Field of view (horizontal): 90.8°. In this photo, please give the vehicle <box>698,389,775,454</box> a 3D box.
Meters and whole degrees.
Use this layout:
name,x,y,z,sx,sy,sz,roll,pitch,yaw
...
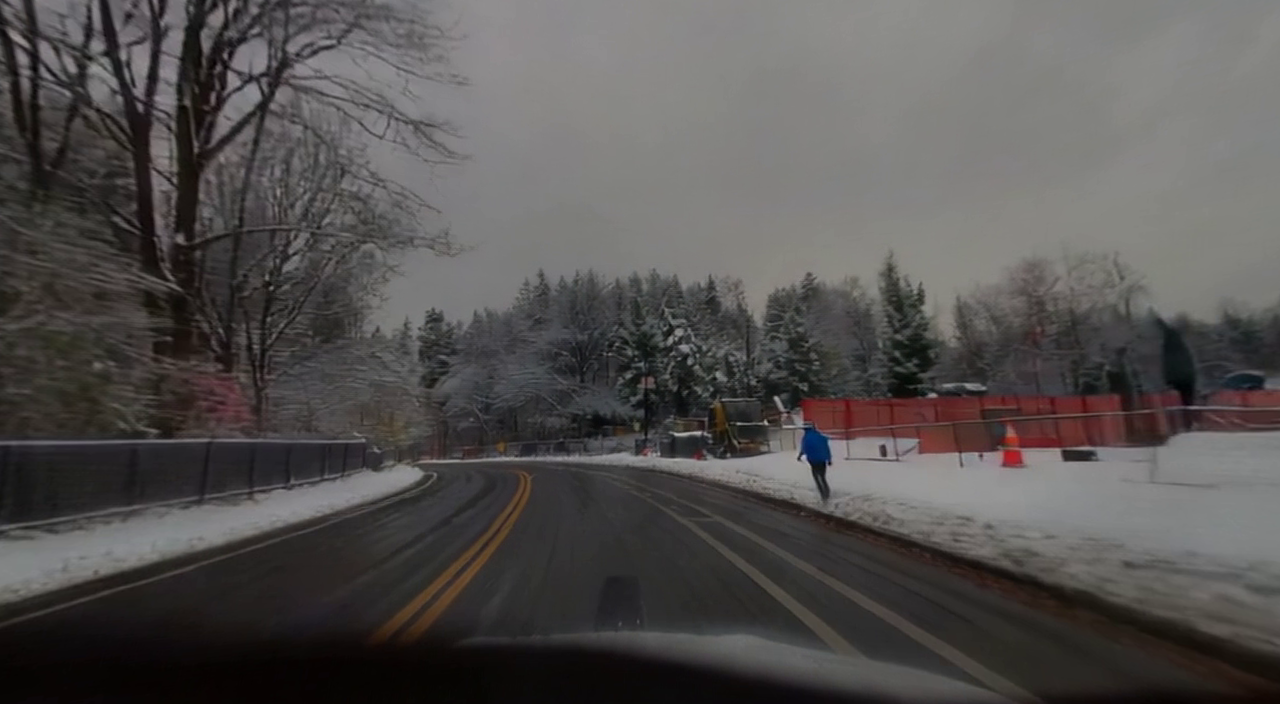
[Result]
name,x,y,z,sx,sy,sz,roll,pitch,yaw
vehicle,5.958,4.687,41.196,2.984,3.691,10.409,0,-8,-2

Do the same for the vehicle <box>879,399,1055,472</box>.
name,x,y,z,sx,sy,sz,roll,pitch,yaw
vehicle,10.890,2.780,21.095,5.021,1.930,2.119,-2,-9,-20

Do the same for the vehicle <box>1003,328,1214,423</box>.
name,x,y,z,sx,sy,sz,roll,pitch,yaw
vehicle,11.657,0.686,15.830,4.180,1.880,2.028,6,-7,-14
